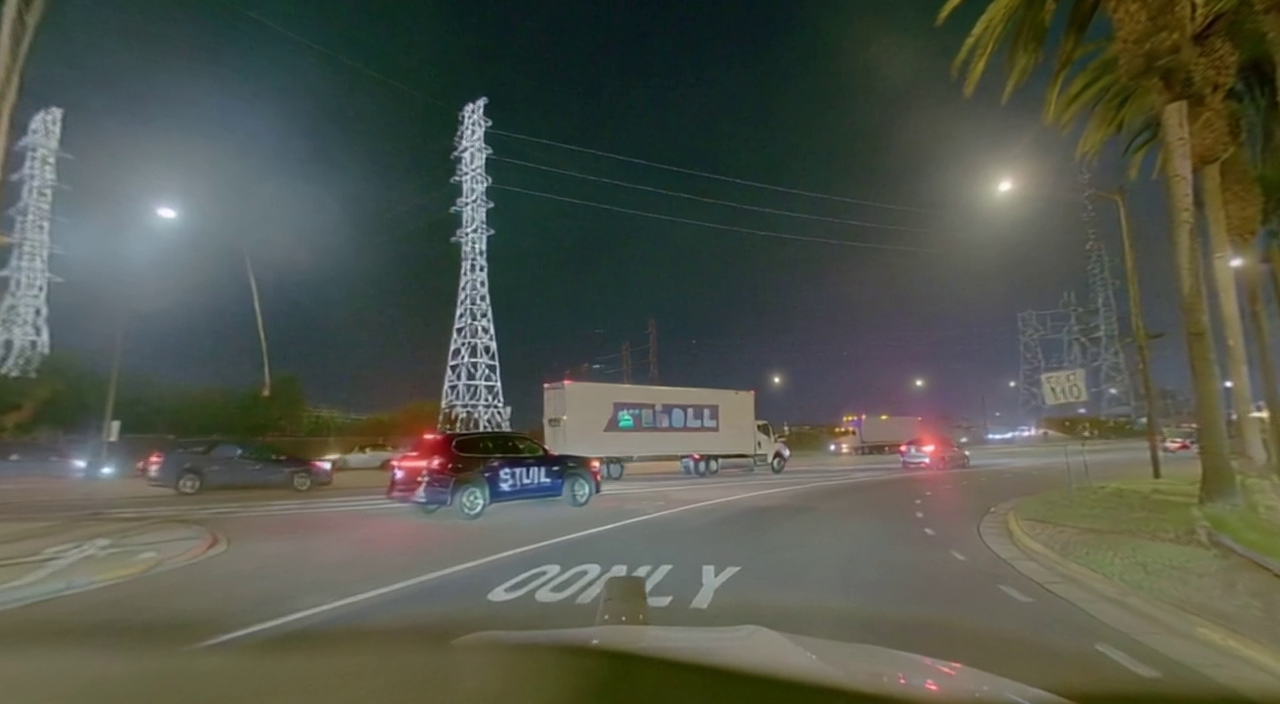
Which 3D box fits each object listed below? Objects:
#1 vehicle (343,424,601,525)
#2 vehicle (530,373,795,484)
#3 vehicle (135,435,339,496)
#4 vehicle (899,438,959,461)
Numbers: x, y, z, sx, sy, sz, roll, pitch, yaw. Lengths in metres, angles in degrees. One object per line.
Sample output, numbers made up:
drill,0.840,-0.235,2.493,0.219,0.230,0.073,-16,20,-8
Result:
vehicle,-3.562,2.626,14.157,5.132,1.848,2.101,7,-11,-40
vehicle,1.347,3.345,26.821,11.567,3.933,2.903,5,-10,-33
vehicle,-14.421,4.034,22.945,5.866,1.950,2.266,6,-10,-34
vehicle,21.405,7.207,46.666,4.234,1.589,1.923,5,-10,-32
